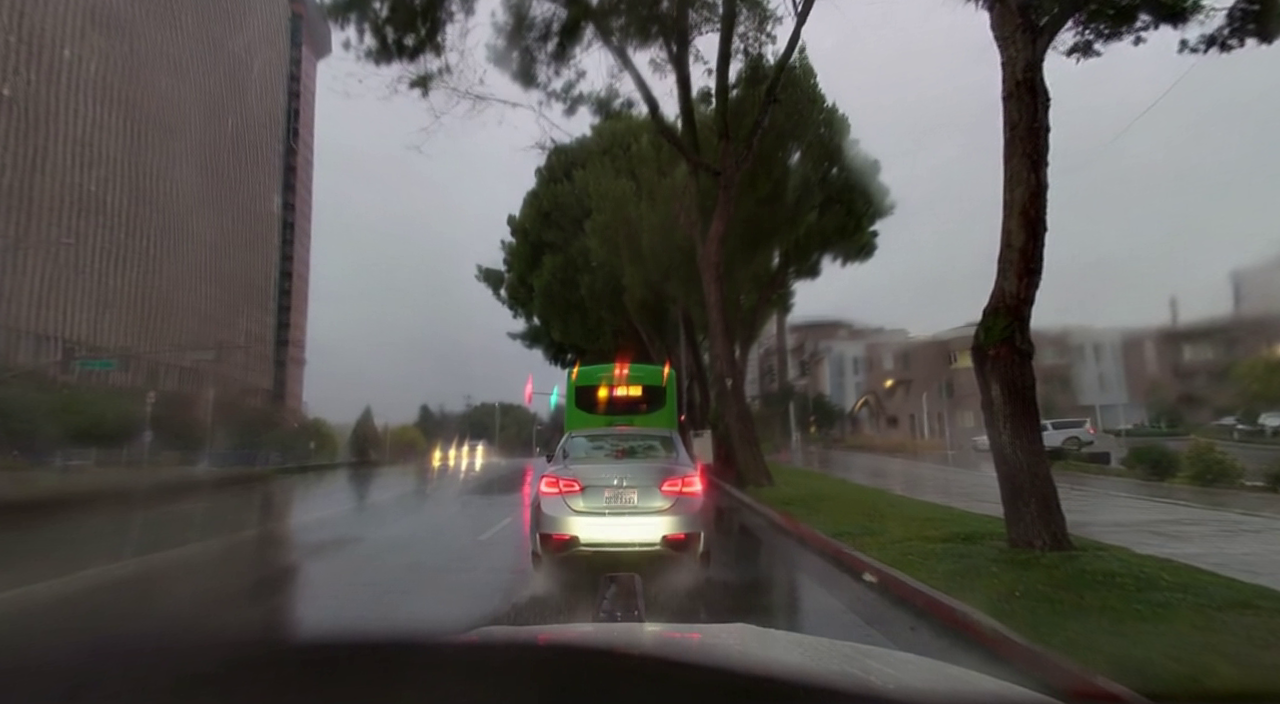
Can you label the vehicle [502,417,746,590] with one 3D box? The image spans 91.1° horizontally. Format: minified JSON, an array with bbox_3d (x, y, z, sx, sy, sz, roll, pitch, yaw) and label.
[{"bbox_3d":[-0.186,1.547,7.358,2.064,1.452,3.942,0,-8,-2],"label":"vehicle"}]
